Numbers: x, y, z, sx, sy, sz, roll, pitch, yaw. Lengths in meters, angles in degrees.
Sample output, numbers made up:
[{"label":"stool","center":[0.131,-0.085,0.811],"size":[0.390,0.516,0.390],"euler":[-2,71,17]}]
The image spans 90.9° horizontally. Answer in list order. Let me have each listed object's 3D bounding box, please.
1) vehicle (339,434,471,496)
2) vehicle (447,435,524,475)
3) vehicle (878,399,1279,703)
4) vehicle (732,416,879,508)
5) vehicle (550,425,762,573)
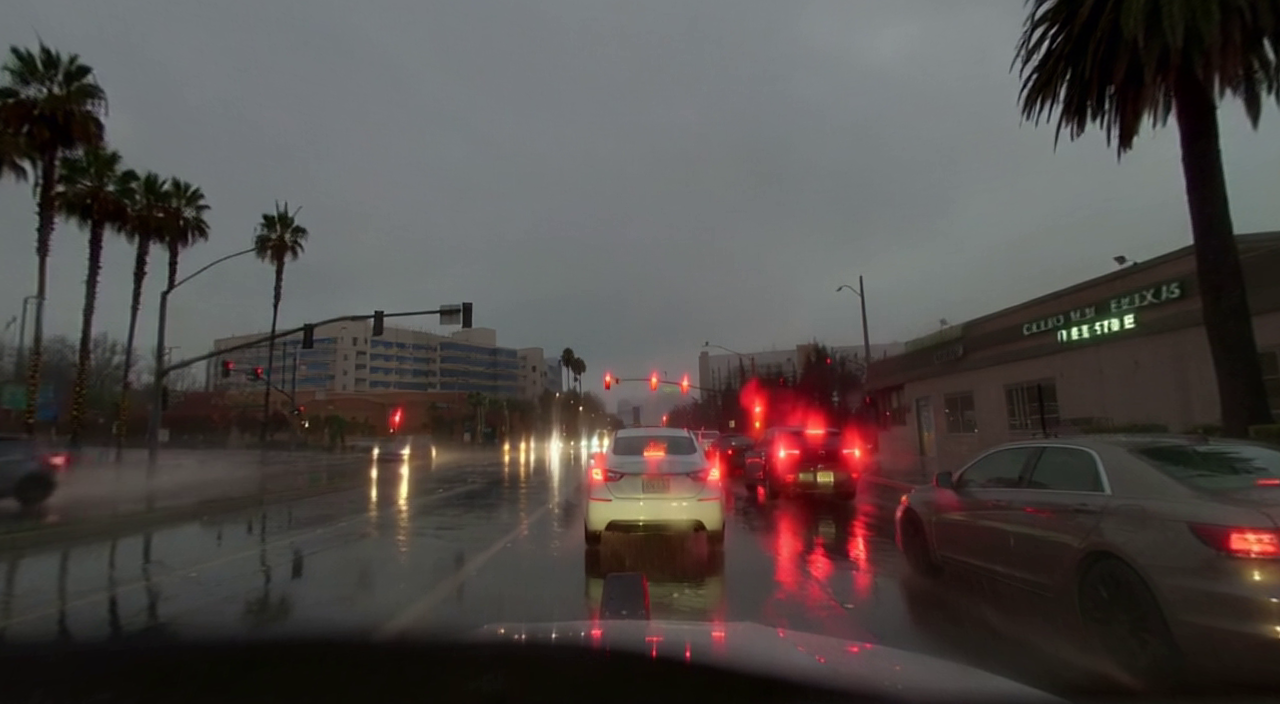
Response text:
[{"label":"vehicle","center":[-6.250,3.053,17.368],"size":[1.900,1.487,4.165],"euler":[0,-8,2]},{"label":"vehicle","center":[-6.048,4.093,25.224],"size":[1.822,1.456,4.396],"euler":[-1,-8,2]},{"label":"vehicle","center":[3.540,1.226,4.476],"size":[1.910,1.490,4.661],"euler":[0,-8,1]},{"label":"vehicle","center":[3.492,2.425,14.305],"size":[2.169,1.751,4.276],"euler":[0,-8,0]},{"label":"vehicle","center":[0.172,1.788,8.455],"size":[2.140,1.474,4.026],"euler":[0,-8,0]}]
